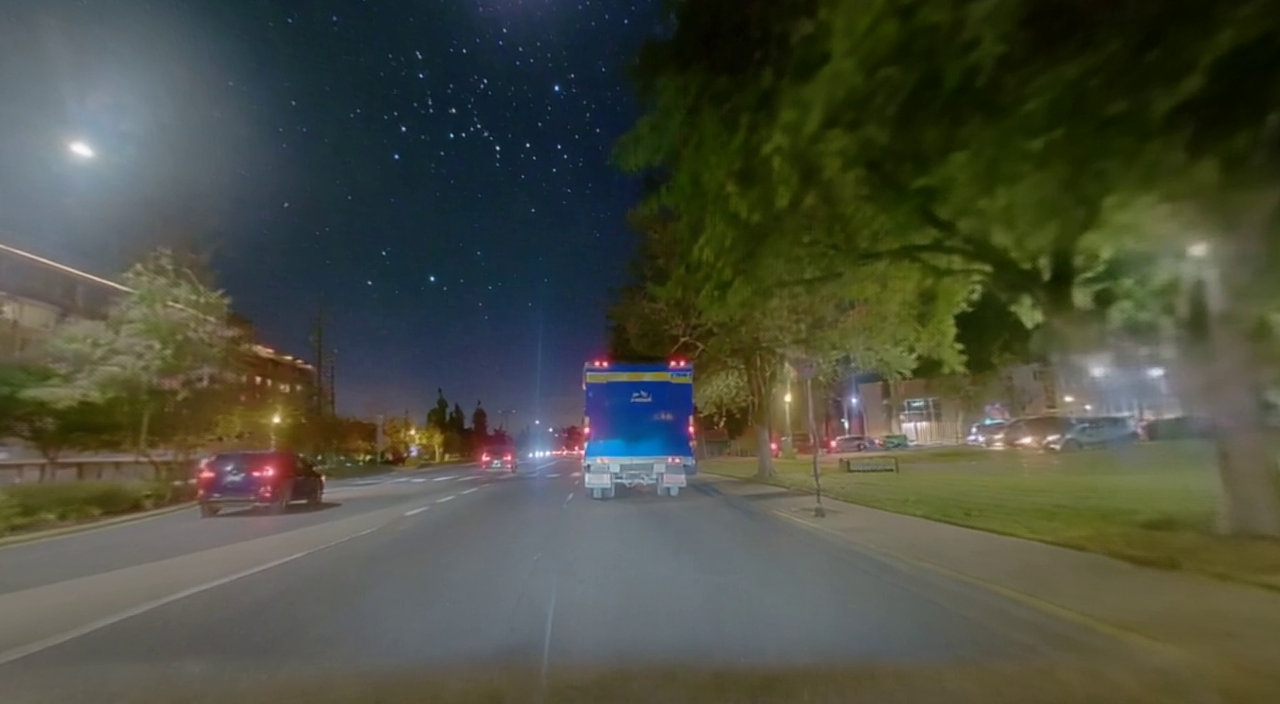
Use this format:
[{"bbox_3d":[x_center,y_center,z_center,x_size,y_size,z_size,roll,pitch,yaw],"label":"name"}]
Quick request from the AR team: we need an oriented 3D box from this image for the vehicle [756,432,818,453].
[{"bbox_3d":[11.441,7.041,48.914,4.321,1.579,1.823,1,-8,-4],"label":"vehicle"}]

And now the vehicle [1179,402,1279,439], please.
[{"bbox_3d":[28.662,3.322,30.146,1.827,1.498,3.785,-3,-9,-7],"label":"vehicle"}]

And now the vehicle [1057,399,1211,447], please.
[{"bbox_3d":[23.250,3.497,29.983,2.220,1.981,5.827,2,-9,-6],"label":"vehicle"}]

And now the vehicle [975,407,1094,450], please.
[{"bbox_3d":[17.984,3.583,28.948,1.880,1.804,4.679,1,-9,-9],"label":"vehicle"}]

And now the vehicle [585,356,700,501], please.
[{"bbox_3d":[-0.321,2.577,20.318,2.905,3.644,8.807,1,-9,-5],"label":"vehicle"}]

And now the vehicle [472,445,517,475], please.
[{"bbox_3d":[-9.226,6.849,40.163,2.095,1.759,4.433,0,-9,-3],"label":"vehicle"}]

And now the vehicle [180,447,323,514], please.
[{"bbox_3d":[-10.908,3.577,18.071,1.958,1.672,4.283,1,-9,-10],"label":"vehicle"}]
